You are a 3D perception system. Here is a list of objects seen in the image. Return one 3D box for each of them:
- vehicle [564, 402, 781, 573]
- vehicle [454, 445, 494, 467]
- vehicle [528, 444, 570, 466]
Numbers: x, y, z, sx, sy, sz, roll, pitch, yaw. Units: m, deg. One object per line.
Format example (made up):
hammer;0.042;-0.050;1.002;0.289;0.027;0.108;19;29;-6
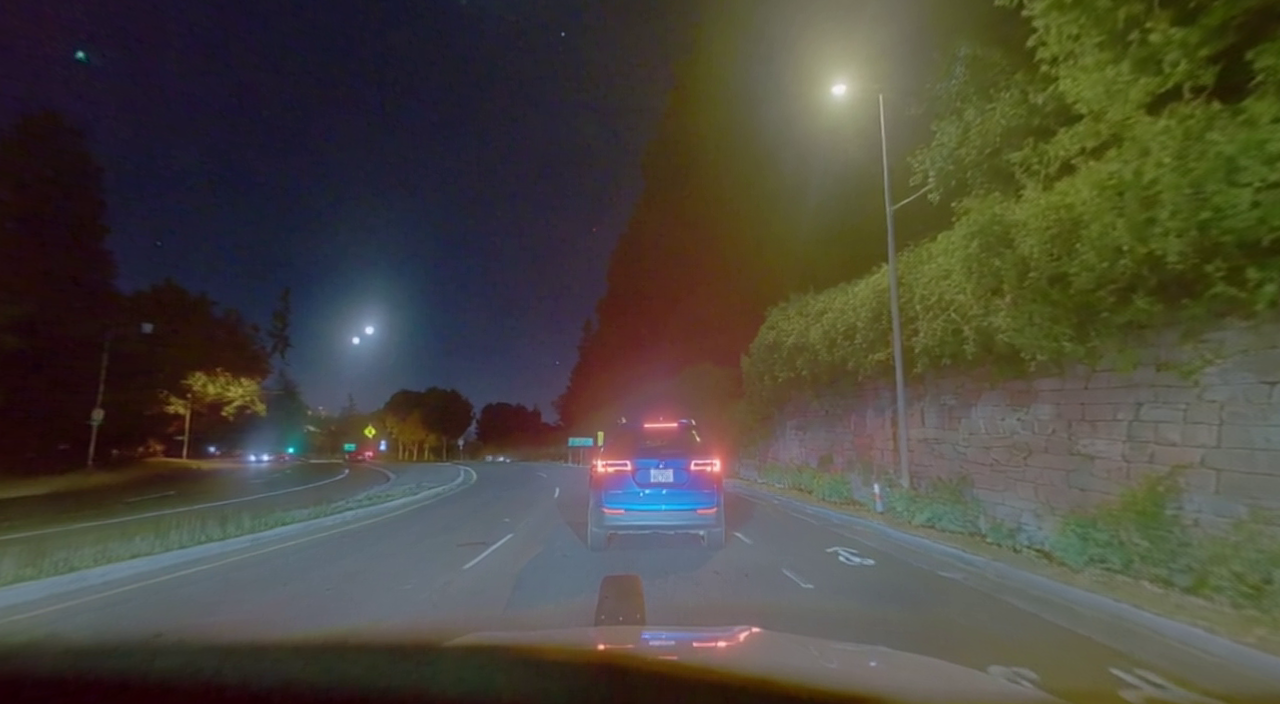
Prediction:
vehicle;0.189;1.728;8.830;2.287;1.762;4.269;1;-8;-4
vehicle;-12.282;7.640;46.620;2.023;1.474;4.286;4;-9;-25
vehicle;-6.551;7.313;45.093;1.932;1.488;4.578;3;-9;-21
